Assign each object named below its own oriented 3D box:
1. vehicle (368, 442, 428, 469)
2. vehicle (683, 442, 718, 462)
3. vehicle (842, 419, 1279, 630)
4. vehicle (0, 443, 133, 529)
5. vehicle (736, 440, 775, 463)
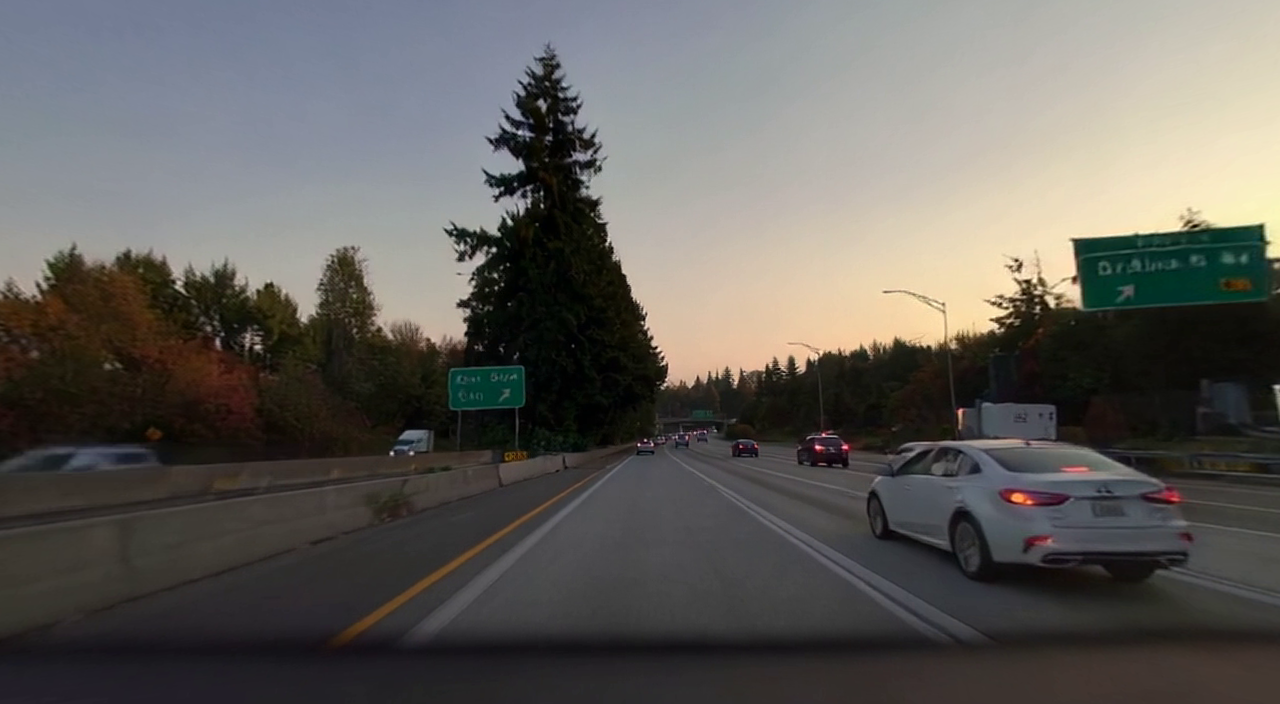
[{"bbox_3d":[-17.032,7.317,44.698,2.209,1.774,4.989,0,-8,0],"label":"vehicle"},{"bbox_3d":[4.544,7.553,47.980,2.118,1.438,4.312,0,-8,-1],"label":"vehicle"},{"bbox_3d":[4.224,1.599,7.075,2.223,1.483,5.075,0,-8,0],"label":"vehicle"},{"bbox_3d":[-12.855,2.634,12.669,1.875,1.591,4.102,0,-8,0],"label":"vehicle"},{"bbox_3d":[8.120,7.045,44.794,1.919,1.476,4.303,0,-8,-1],"label":"vehicle"}]
